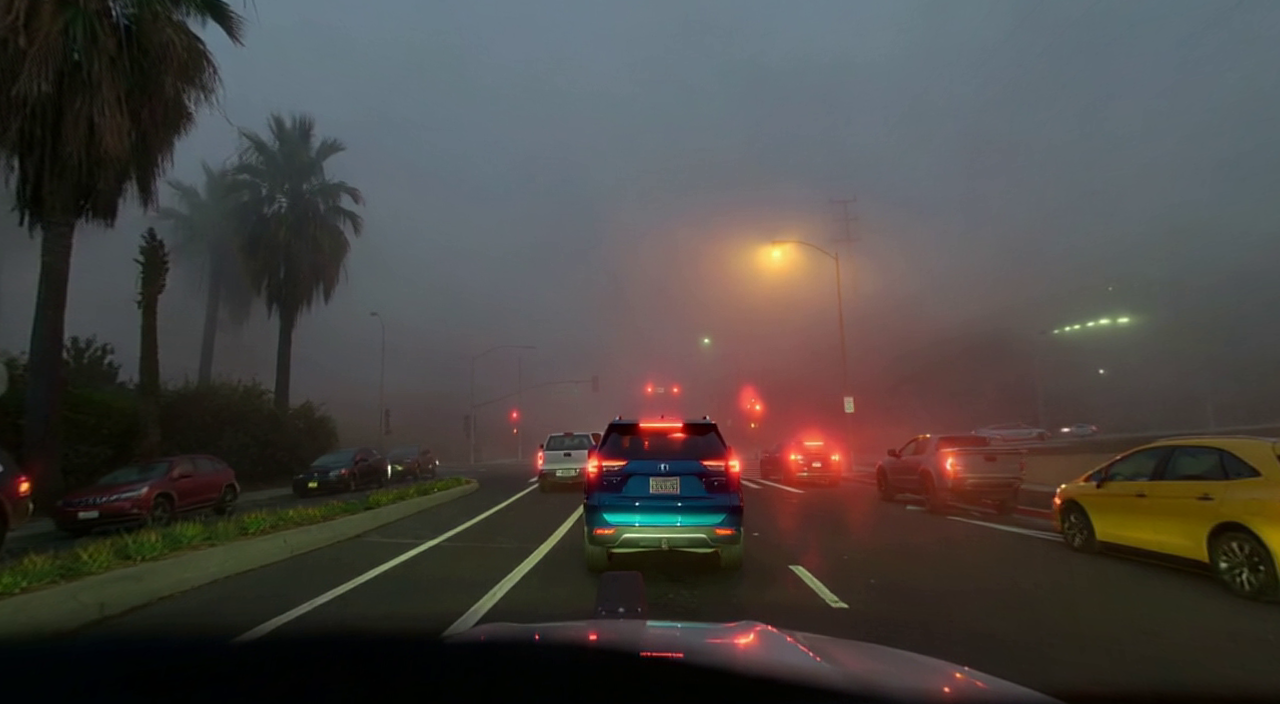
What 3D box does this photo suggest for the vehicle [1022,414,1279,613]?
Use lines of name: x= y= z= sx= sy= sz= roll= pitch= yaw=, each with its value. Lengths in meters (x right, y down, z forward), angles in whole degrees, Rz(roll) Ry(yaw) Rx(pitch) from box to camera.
vehicle: x=6.439 y=1.597 z=6.915 sx=1.935 sy=1.672 sz=4.139 roll=0 pitch=-8 yaw=1

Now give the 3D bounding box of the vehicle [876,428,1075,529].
vehicle: x=6.666 y=2.531 z=13.244 sx=1.930 sy=1.736 sz=4.329 roll=-1 pitch=-8 yaw=3

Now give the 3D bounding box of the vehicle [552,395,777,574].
vehicle: x=0.260 y=1.659 z=8.603 sx=2.264 sy=1.798 sz=4.258 roll=0 pitch=-8 yaw=1

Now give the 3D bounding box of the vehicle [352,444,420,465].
vehicle: x=-18.716 y=7.521 z=46.641 sx=1.759 sy=1.457 sz=4.297 roll=-7 pitch=-11 yaw=37

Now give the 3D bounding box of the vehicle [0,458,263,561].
vehicle: x=-9.579 y=2.809 z=11.958 sx=2.054 sy=1.467 sz=4.595 roll=-3 pitch=-9 yaw=0

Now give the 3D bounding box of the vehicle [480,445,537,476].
vehicle: x=-6.730 y=5.589 z=32.834 sx=1.928 sy=1.475 sz=4.645 roll=0 pitch=-8 yaw=1

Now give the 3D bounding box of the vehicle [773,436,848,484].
vehicle: x=6.584 y=4.210 z=24.901 sx=1.948 sy=1.729 sz=4.023 roll=-1 pitch=-8 yaw=2
